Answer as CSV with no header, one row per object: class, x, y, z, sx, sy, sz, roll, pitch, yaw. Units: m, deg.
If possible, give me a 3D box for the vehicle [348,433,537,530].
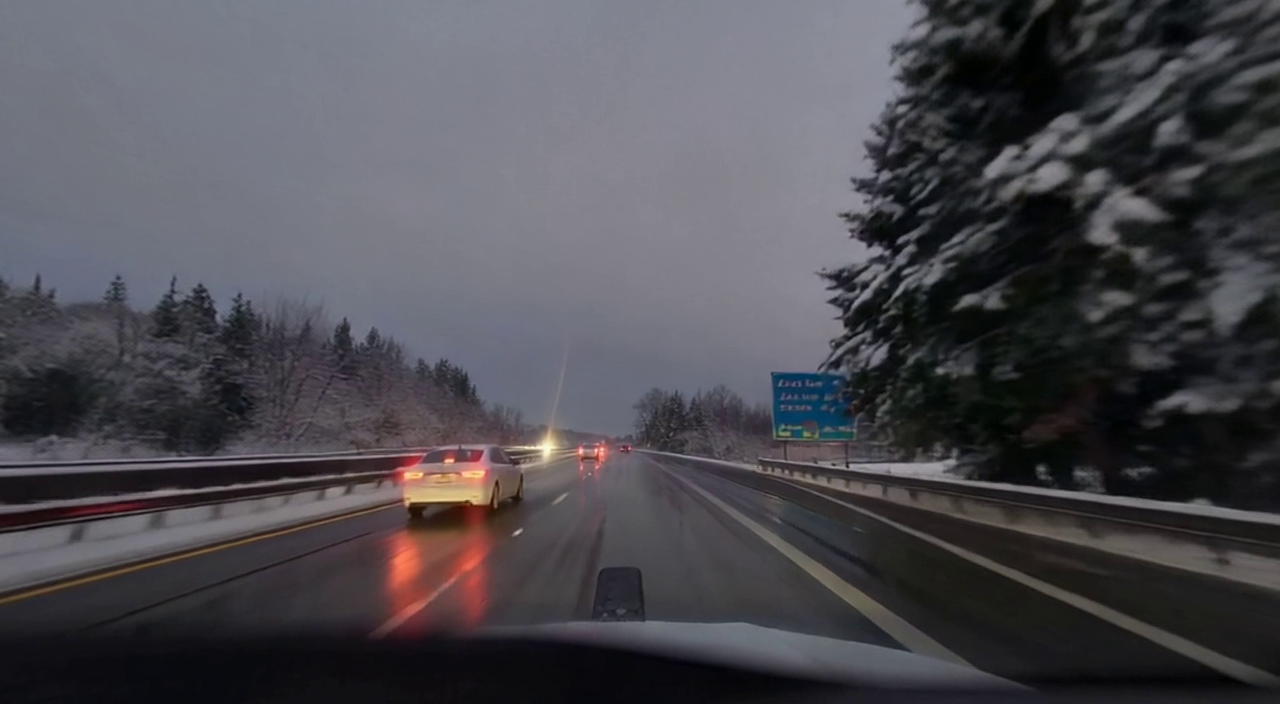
vehicle,-3.652,2.514,12.892,2.184,1.574,5.004,0,-9,1
